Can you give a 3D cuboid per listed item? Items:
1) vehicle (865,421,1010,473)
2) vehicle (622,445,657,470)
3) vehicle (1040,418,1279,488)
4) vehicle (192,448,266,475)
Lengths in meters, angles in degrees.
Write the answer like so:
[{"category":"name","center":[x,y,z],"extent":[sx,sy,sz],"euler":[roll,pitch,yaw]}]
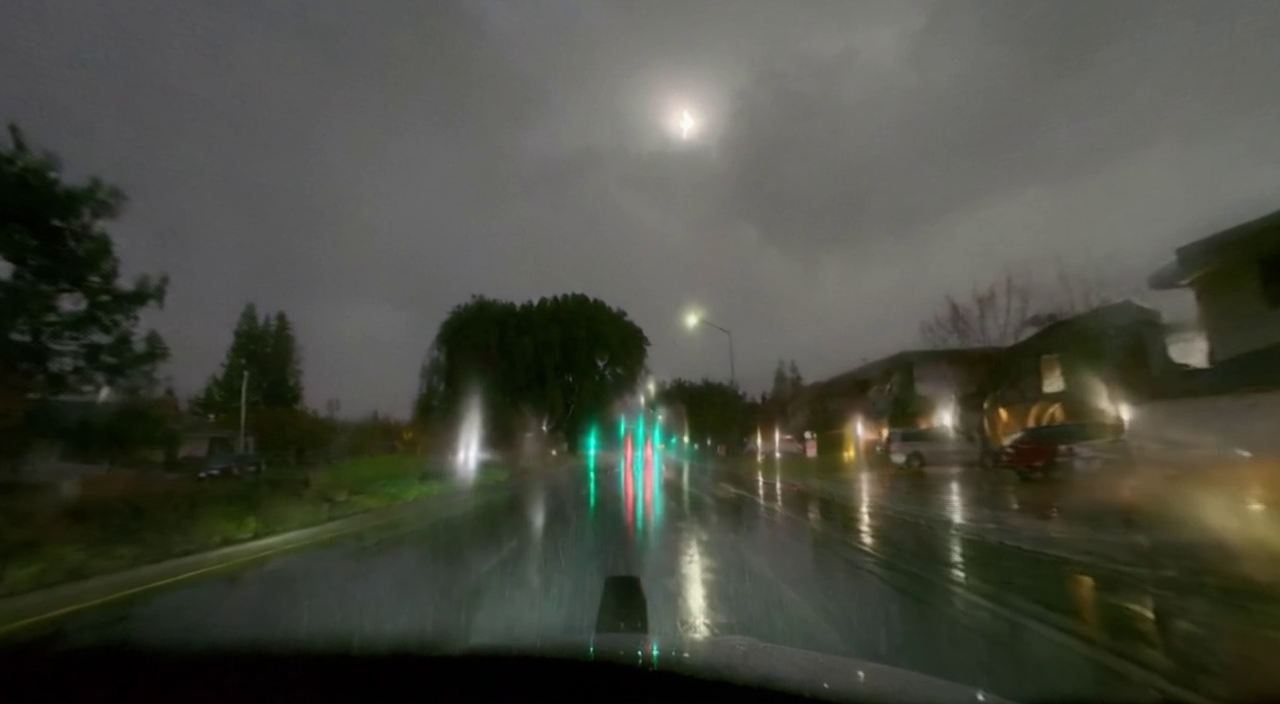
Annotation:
[{"category":"vehicle","center":[12.232,3.955,26.106],"extent":[4.923,2.019,1.985],"euler":[0,-9,2]},{"category":"vehicle","center":[-0.031,6.507,38.902],"extent":[2.054,1.456,4.003],"euler":[0,-9,0]},{"category":"vehicle","center":[12.374,2.337,14.587],"extent":[4.787,1.494,1.887],"euler":[0,-9,1]},{"category":"vehicle","center":[-24.067,6.402,36.900],"extent":[1.892,1.455,3.564],"euler":[0,-8,1]}]
